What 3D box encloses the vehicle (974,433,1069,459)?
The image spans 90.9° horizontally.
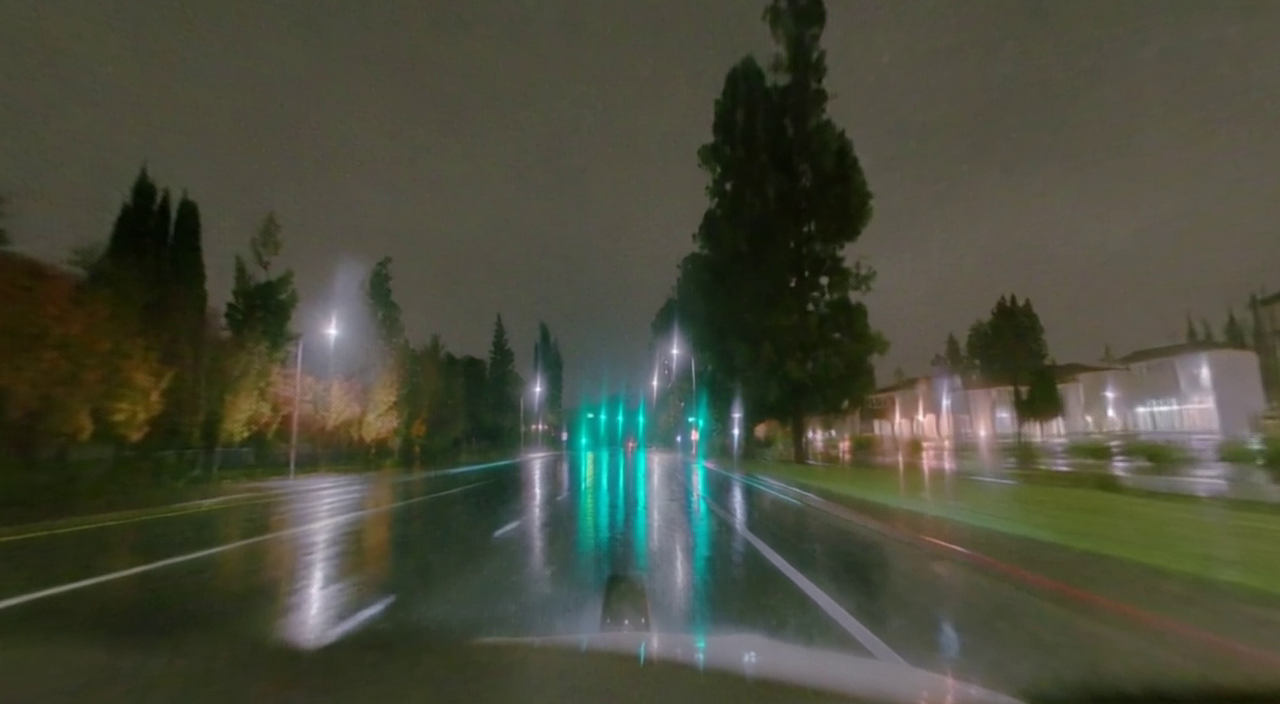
[{"bbox_3d":[22.147,5.470,36.700,4.271,1.424,1.941,0,-8,1],"label":"vehicle"}]
